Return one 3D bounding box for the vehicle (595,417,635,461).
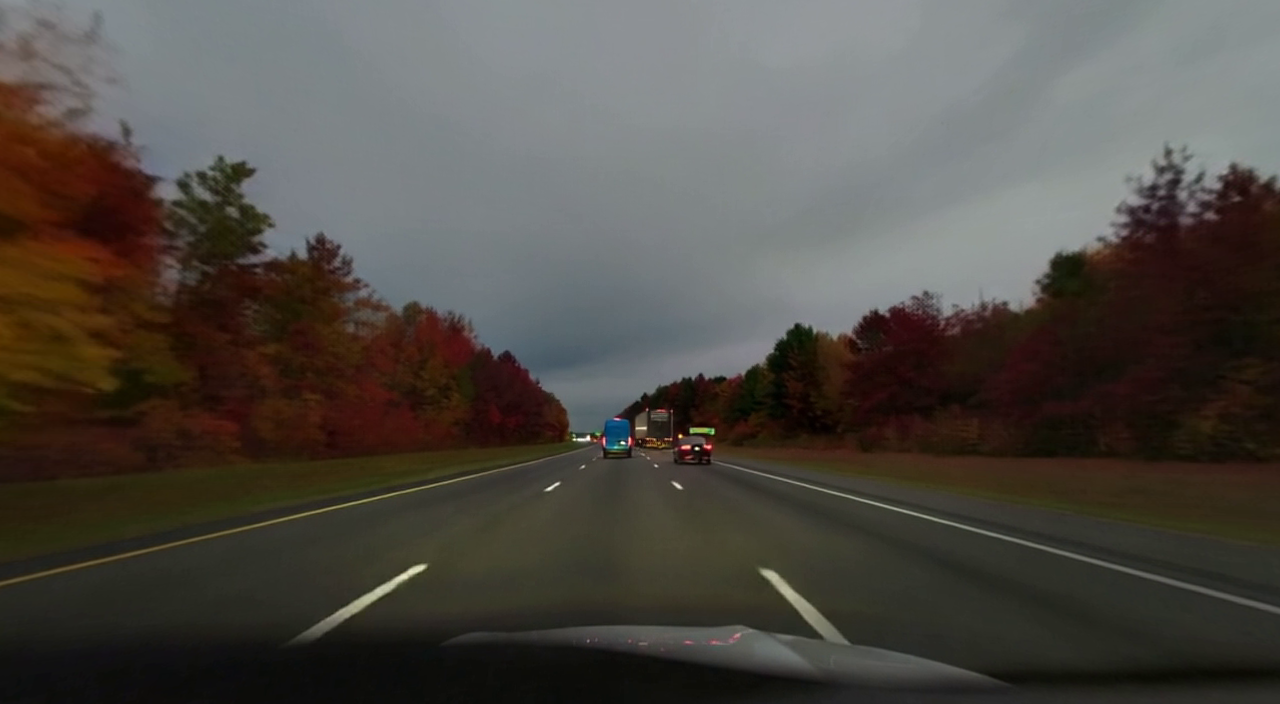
[{"bbox_3d":[-1.521,5.600,40.426,2.389,2.637,5.437,0,-8,-1],"label":"vehicle"}]

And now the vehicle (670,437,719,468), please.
[{"bbox_3d":[2.744,5.130,32.460,1.962,1.508,4.363,0,-8,-3],"label":"vehicle"}]
